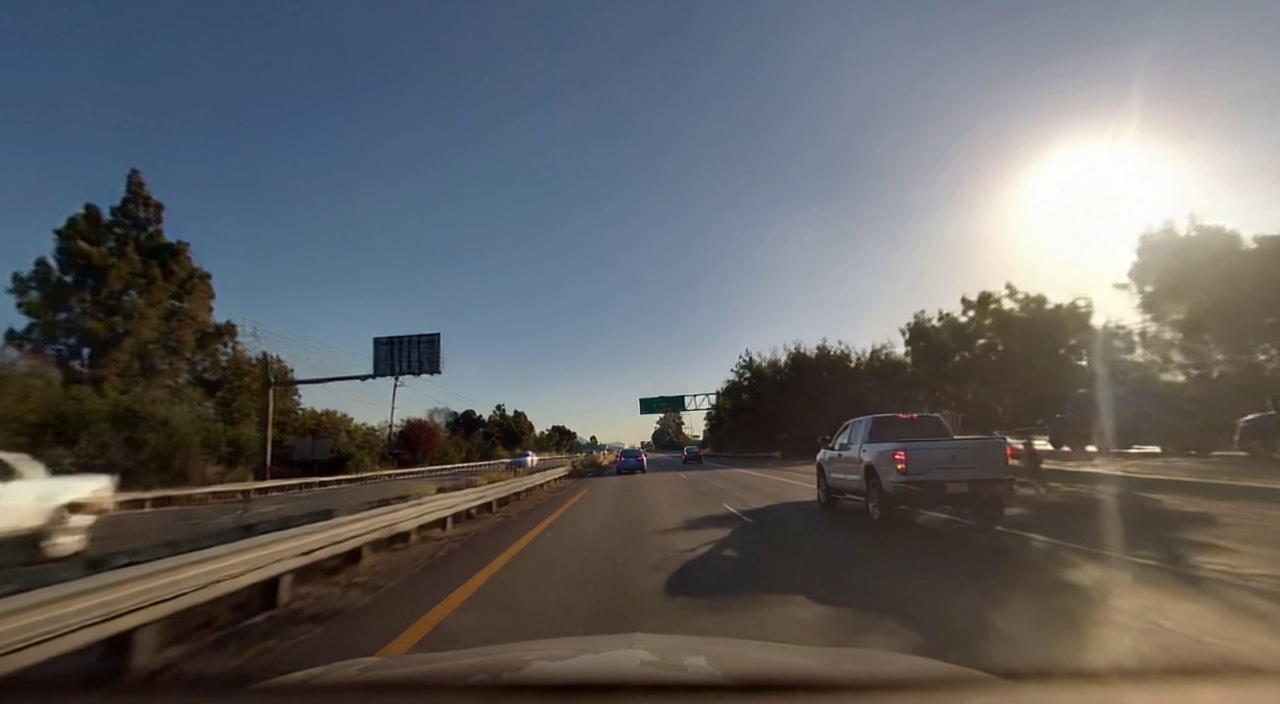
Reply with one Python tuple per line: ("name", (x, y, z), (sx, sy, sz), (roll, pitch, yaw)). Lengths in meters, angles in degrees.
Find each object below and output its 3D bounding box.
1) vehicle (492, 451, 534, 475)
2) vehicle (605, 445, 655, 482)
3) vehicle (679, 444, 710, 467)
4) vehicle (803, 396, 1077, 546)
("vehicle", (-8.957, 7.865, 44.608), (1.912, 1.532, 4.610), (-1, -9, 1))
("vehicle", (-0.381, 4.820, 27.332), (2.029, 1.483, 3.769), (0, -9, 1))
("vehicle", (4.054, 7.718, 46.847), (1.936, 1.589, 3.915), (0, -9, 0))
("vehicle", (4.586, 1.939, 10.722), (2.261, 1.952, 4.784), (0, -9, 0))
